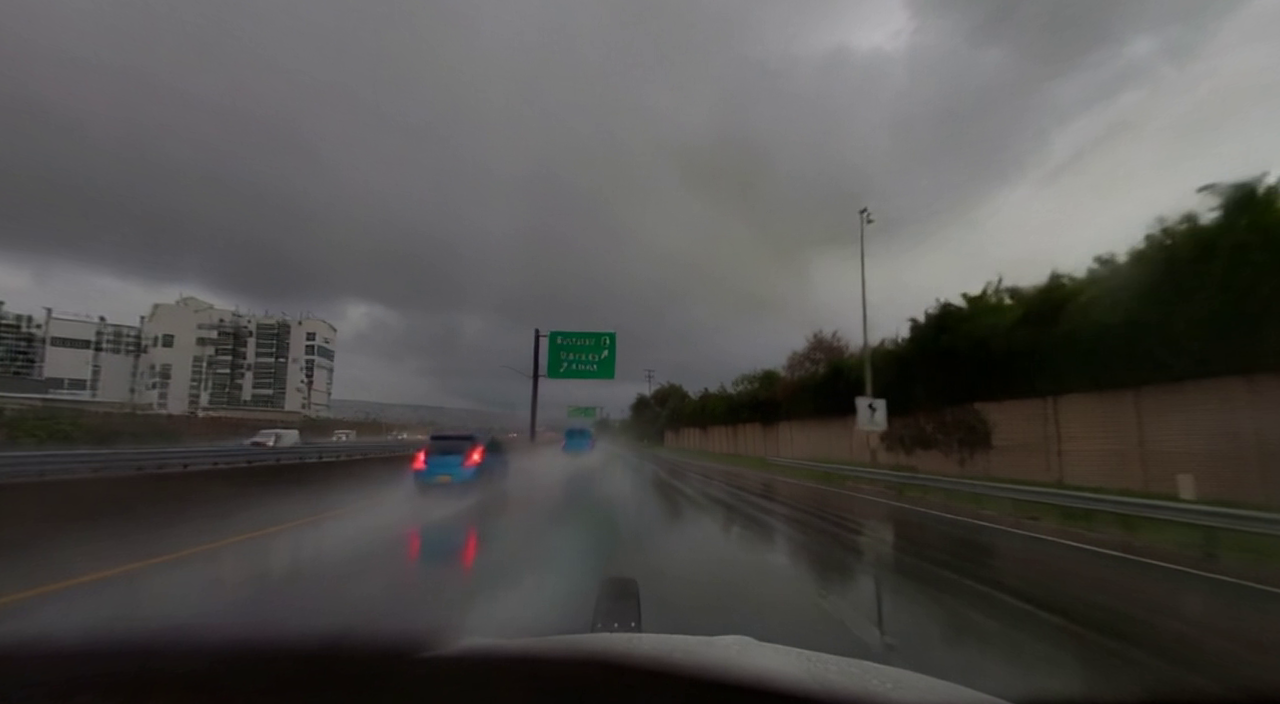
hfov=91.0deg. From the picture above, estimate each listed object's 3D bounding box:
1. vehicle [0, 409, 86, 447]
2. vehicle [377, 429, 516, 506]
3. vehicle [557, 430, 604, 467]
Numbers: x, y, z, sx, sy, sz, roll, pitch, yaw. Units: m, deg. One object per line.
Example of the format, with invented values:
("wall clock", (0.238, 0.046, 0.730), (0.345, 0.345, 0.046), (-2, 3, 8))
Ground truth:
("vehicle", (-36.572, 4.546, 37.900), (2.103, 2.009, 4.997), (4, -7, -7))
("vehicle", (-4.369, 2.656, 14.968), (2.045, 1.547, 4.162), (0, -8, -1))
("vehicle", (-3.225, 5.365, 35.171), (2.260, 1.901, 4.665), (0, -8, -1))
